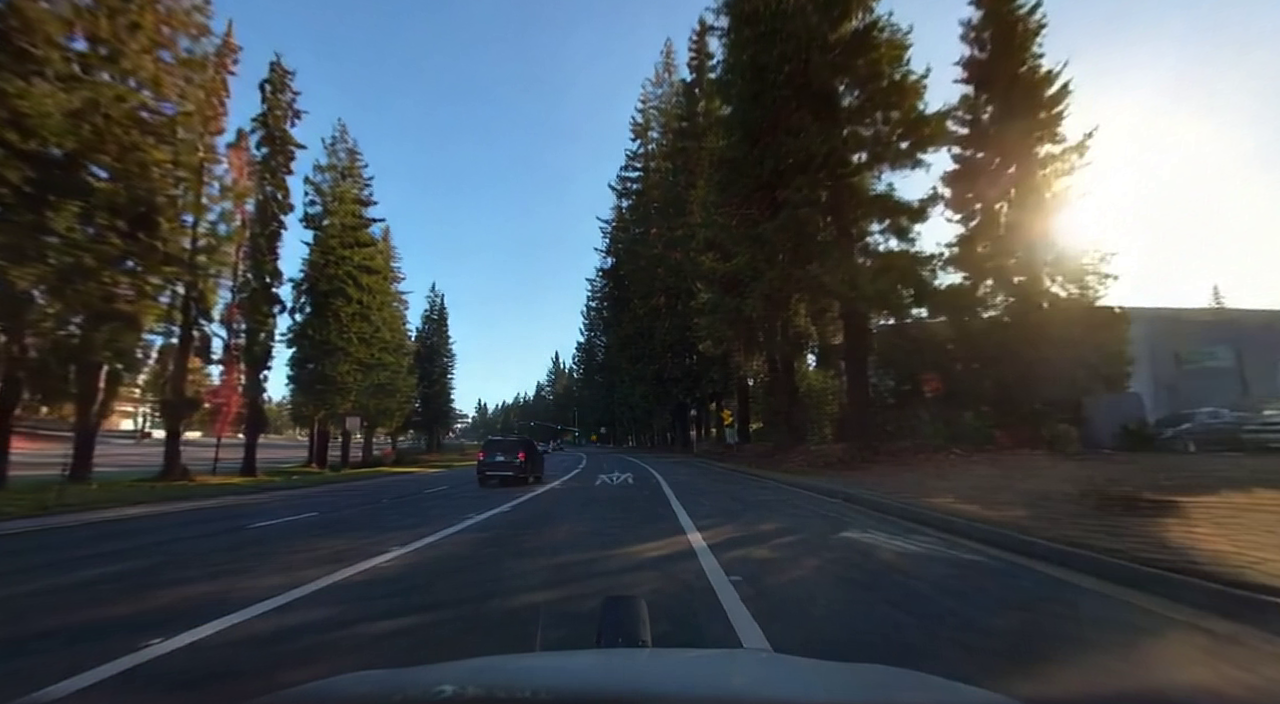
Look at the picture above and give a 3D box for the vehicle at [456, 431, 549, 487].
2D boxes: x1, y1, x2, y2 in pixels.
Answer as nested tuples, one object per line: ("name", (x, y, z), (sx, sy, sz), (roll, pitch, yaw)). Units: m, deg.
("vehicle", (-4.642, 3.708, 22.146), (2.210, 1.737, 4.649), (0, -8, 0))
